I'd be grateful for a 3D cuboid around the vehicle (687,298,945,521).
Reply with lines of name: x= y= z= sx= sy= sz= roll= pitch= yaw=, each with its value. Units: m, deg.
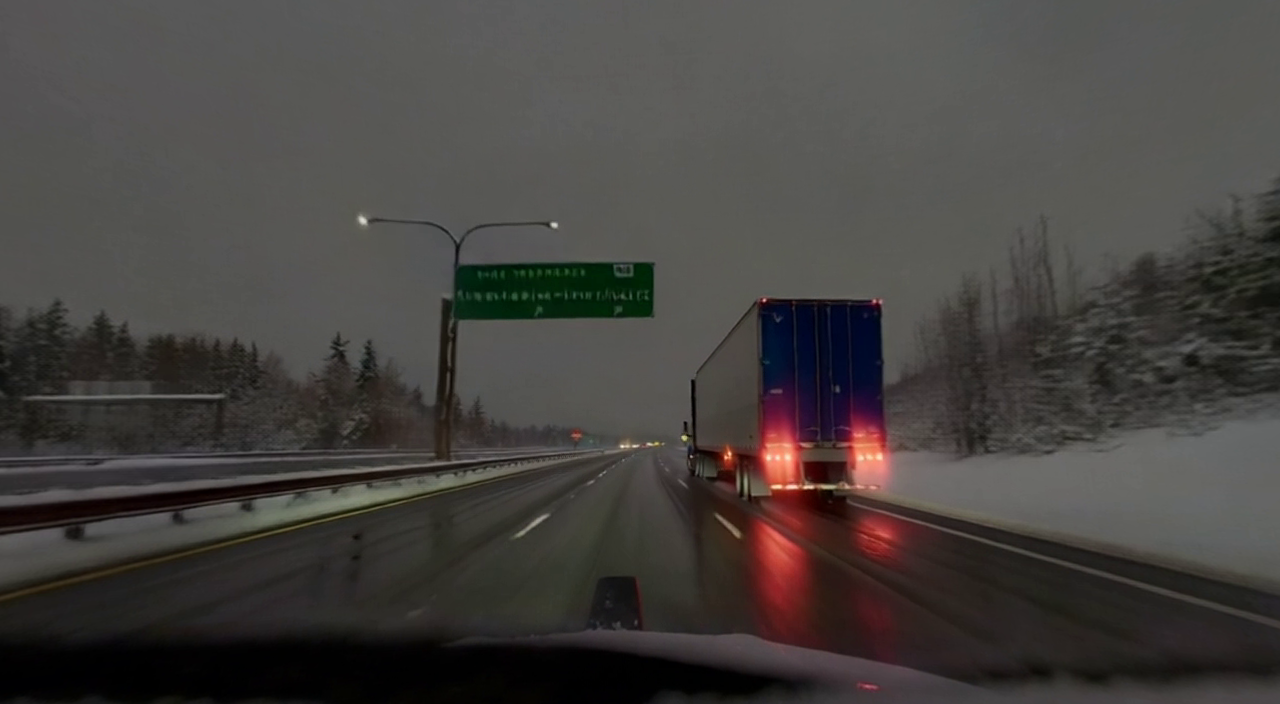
vehicle: x=3.670 y=2.087 z=18.555 sx=3.244 sy=4.020 sz=14.561 roll=0 pitch=-9 yaw=-1
